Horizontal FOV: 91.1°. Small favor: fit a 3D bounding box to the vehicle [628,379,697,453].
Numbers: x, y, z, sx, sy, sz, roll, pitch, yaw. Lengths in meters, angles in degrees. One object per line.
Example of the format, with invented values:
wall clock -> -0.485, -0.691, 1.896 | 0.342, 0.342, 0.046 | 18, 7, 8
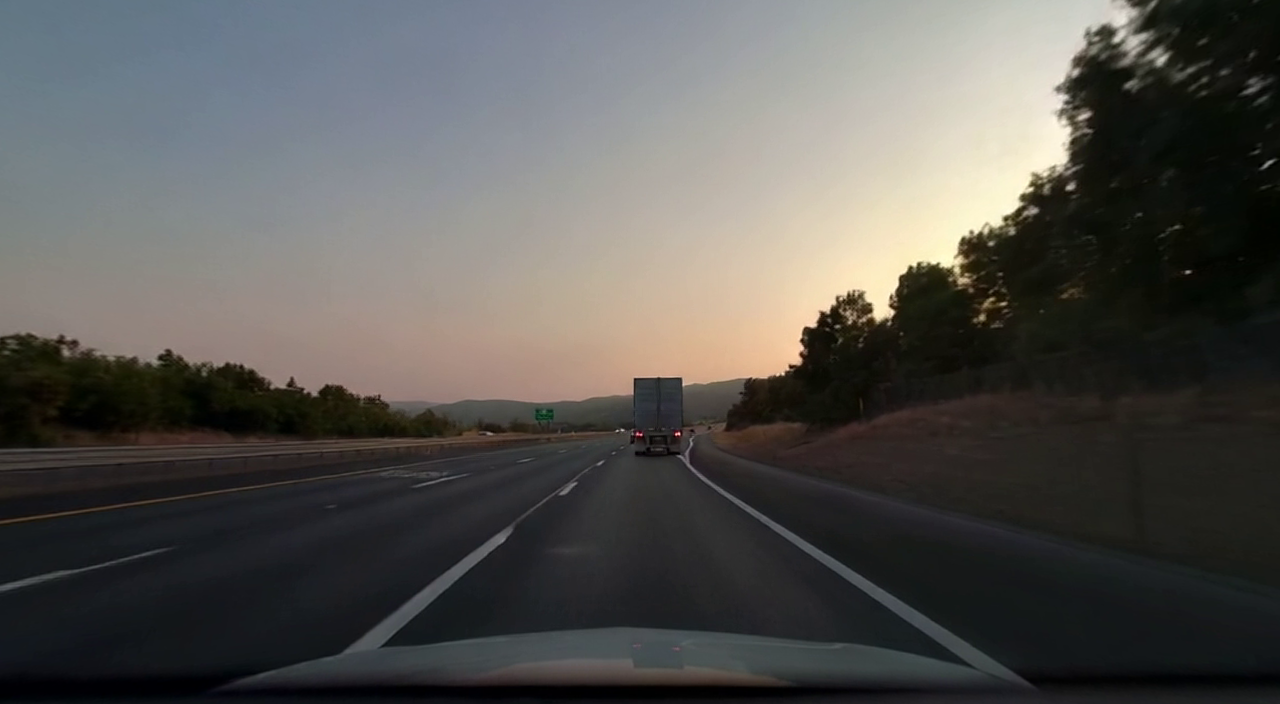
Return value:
vehicle -> 1.258, 4.034, 37.839 | 3.446, 3.698, 12.089 | 0, -8, 1
